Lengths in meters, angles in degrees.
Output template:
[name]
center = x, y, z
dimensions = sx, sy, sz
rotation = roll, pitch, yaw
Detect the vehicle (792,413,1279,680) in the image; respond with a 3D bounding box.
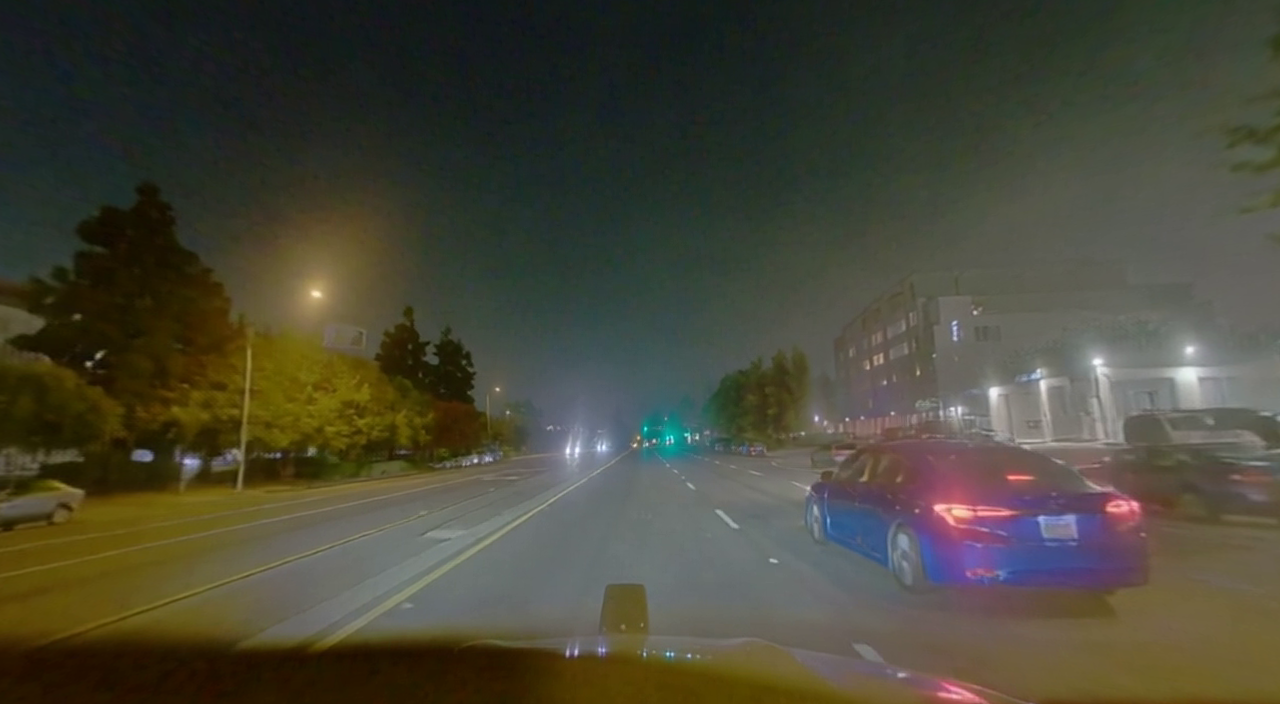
[vehicle]
center = 3.042, 1.397, 5.761
dimensions = 2.141, 1.443, 4.499
rotation = 0, -8, 0
